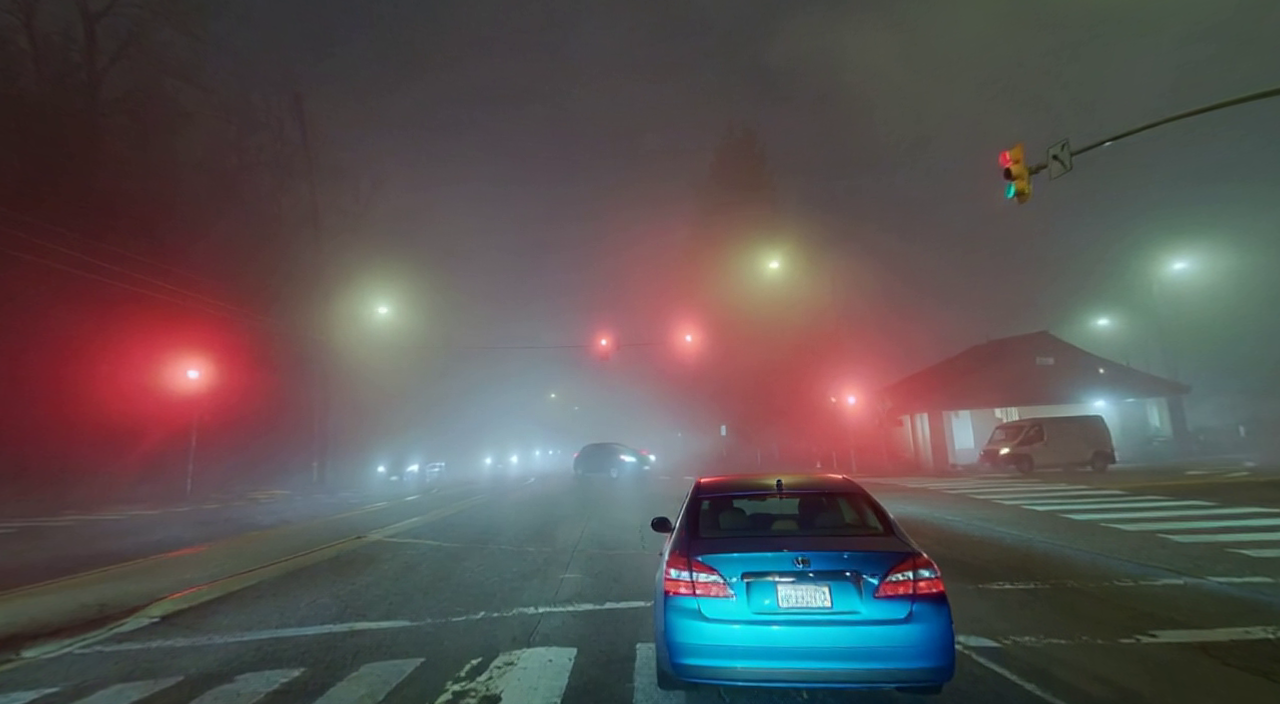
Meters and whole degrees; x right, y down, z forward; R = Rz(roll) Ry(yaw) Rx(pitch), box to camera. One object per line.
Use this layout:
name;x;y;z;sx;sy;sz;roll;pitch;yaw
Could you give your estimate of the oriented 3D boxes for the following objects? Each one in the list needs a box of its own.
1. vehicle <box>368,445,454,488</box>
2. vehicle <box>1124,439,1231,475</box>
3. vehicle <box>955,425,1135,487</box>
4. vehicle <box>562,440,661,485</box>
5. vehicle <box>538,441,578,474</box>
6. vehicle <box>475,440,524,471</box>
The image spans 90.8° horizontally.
vehicle;-8.459;4.236;23.769;1.779;1.460;4.463;0;-9;-4
vehicle;26.600;5.162;31.285;4.537;1.665;2.049;3;-9;-22
vehicle;14.813;3.778;23.134;5.910;2.046;2.228;3;-9;-20
vehicle;-1.194;4.076;23.634;1.935;1.464;4.562;4;-10;-27
vehicle;-4.404;5.680;34.373;1.975;1.642;4.846;1;-9;-6
vehicle;-8.540;6.326;38.775;2.087;1.718;4.700;0;-9;-2
